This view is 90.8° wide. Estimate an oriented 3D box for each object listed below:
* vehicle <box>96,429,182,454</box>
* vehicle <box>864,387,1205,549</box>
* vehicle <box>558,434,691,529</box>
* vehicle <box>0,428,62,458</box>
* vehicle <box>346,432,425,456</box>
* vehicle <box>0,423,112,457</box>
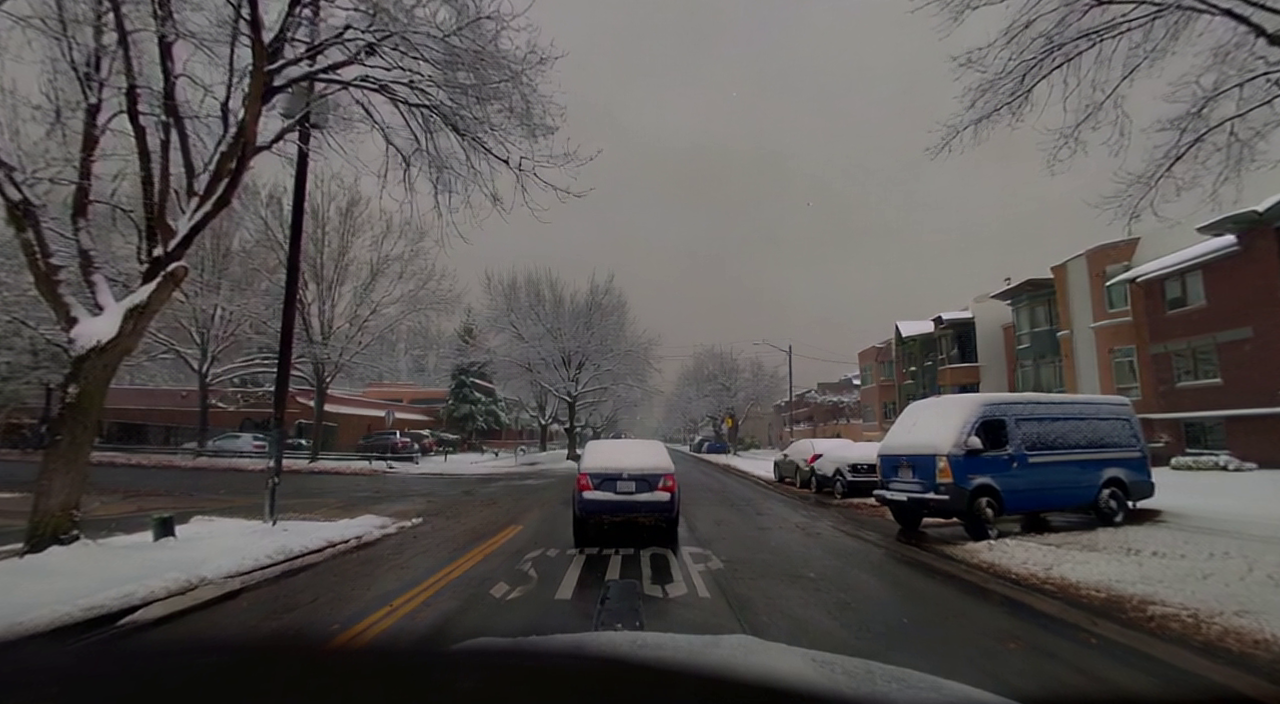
[{"bbox_3d":[-31.791,5.696,40.158,3.915,1.574,1.850,0,-9,3],"label":"vehicle"},{"bbox_3d":[6.650,1.859,10.620,5.385,2.146,2.143,4,-9,-25],"label":"vehicle"},{"bbox_3d":[-0.371,2.361,12.159,2.065,1.450,4.522,1,-8,-3],"label":"vehicle"},{"bbox_3d":[-31.827,4.535,31.411,4.168,1.458,1.904,0,-9,-2],"label":"vehicle"},{"bbox_3d":[-18.409,6.647,45.820,4.892,1.679,1.927,1,-9,-7],"label":"vehicle"},{"bbox_3d":[-31.835,4.785,34.275,4.438,1.814,2.044,0,-9,-1],"label":"vehicle"}]
